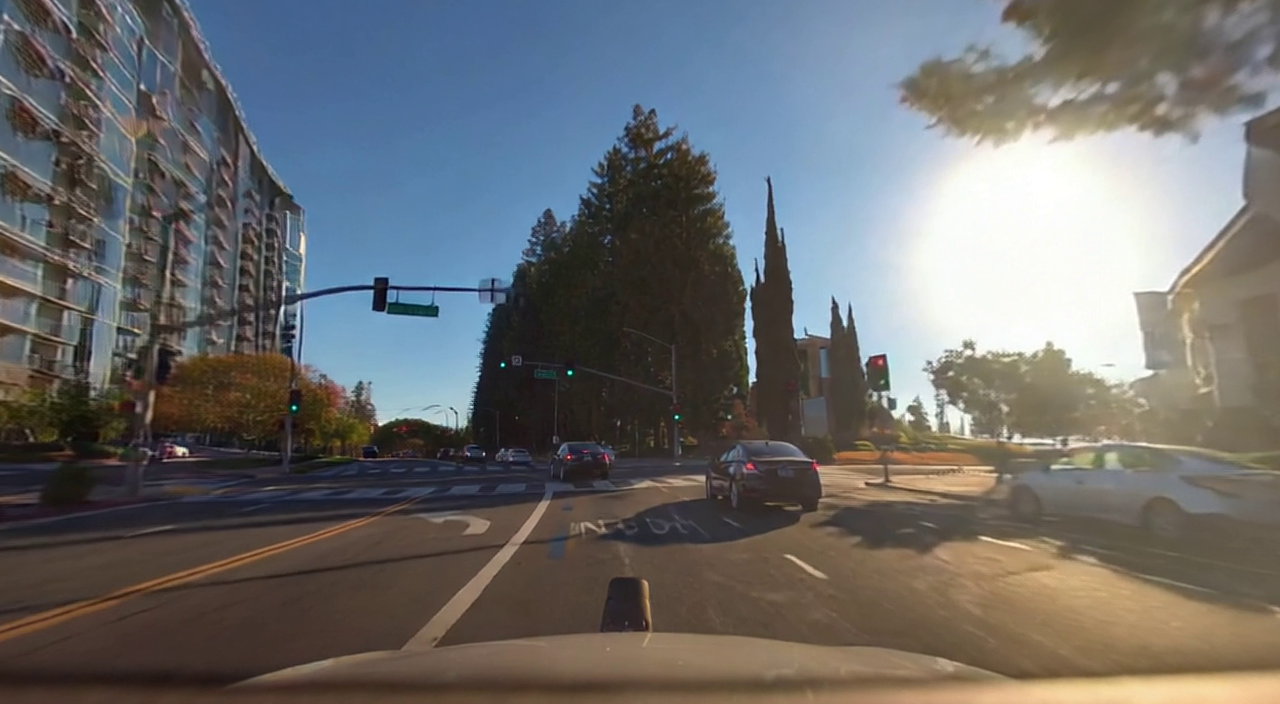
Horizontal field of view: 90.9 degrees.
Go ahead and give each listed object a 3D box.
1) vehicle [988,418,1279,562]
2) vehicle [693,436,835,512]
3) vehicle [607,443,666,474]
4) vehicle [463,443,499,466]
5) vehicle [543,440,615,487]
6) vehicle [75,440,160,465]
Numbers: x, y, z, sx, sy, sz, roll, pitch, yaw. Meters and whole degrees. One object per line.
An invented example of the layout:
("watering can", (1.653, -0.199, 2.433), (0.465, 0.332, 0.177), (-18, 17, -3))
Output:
("vehicle", (7.416, 1.819, 9.095), (1.933, 1.522, 4.443), (1, -9, -5))
("vehicle", (2.677, 2.763, 14.853), (1.984, 1.476, 4.488), (1, -9, -6))
("vehicle", (-0.275, 5.483, 32.725), (1.957, 1.463, 4.701), (2, -9, -14))
("vehicle", (-11.982, 7.676, 47.305), (2.012, 1.492, 4.079), (5, -8, -21))
("vehicle", (-2.419, 4.145, 23.840), (2.308, 1.535, 4.811), (2, -9, -10))
("vehicle", (-34.177, 6.573, 41.311), (3.796, 1.595, 1.808), (3, -9, -21))
